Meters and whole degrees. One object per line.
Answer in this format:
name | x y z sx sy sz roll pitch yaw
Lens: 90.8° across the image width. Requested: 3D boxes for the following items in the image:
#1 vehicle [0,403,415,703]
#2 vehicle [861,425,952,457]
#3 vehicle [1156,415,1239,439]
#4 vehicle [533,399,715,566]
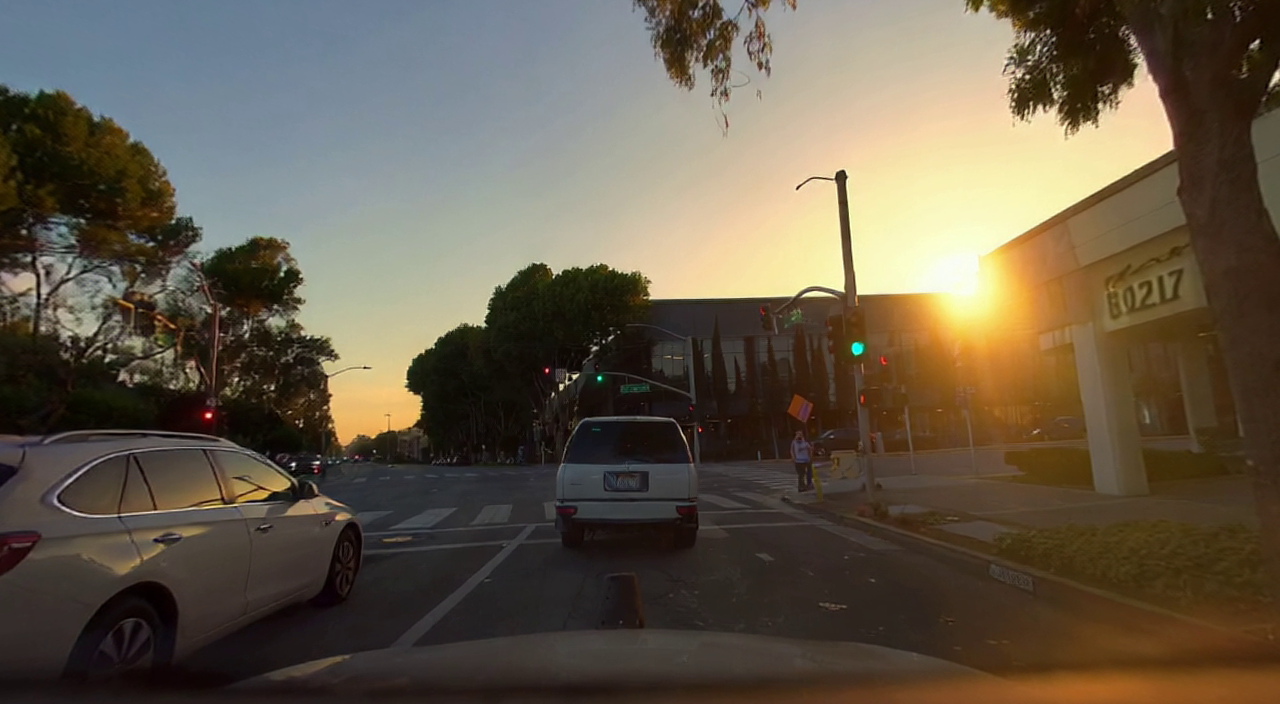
vehicle | -3.380 1.270 4.608 2.011 1.527 4.008 0 -8 -1
vehicle | 13.575 4.554 32.258 3.830 1.545 2.006 3 -9 -18
vehicle | 35.670 4.836 40.435 4.509 1.487 1.915 3 -9 -20
vehicle | -0.180 1.797 9.374 2.059 1.877 4.249 0 -8 0
